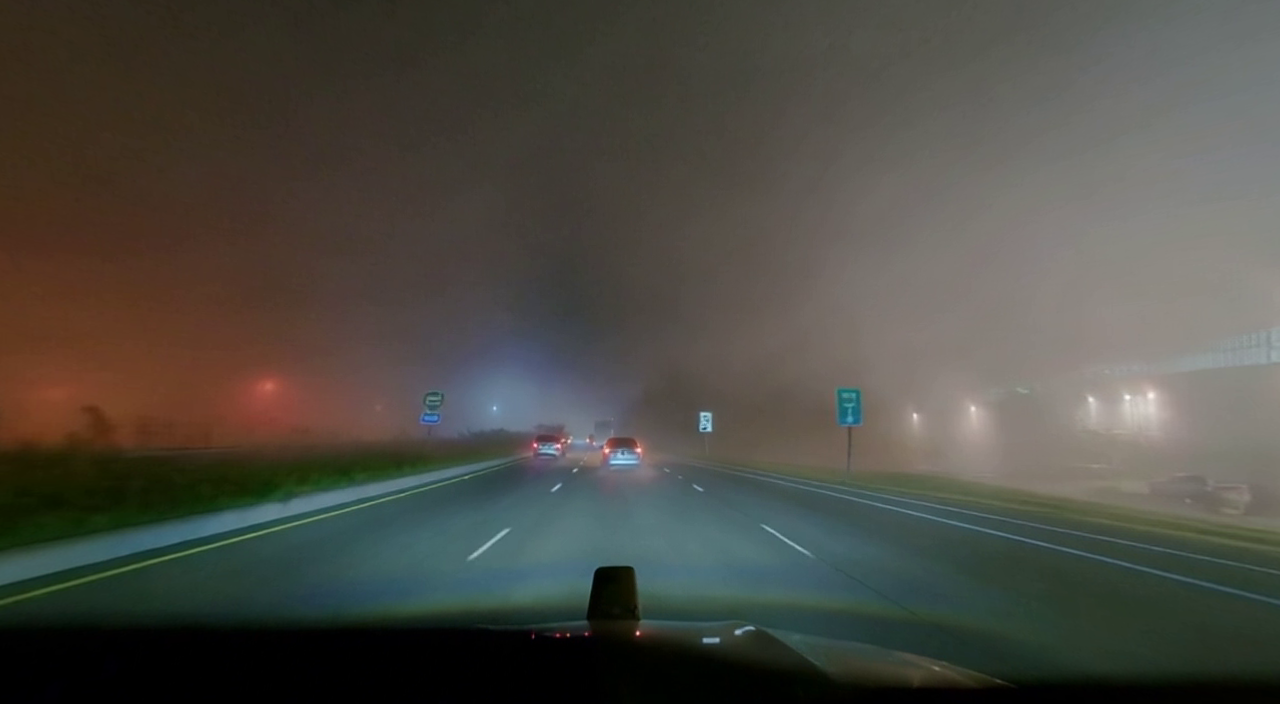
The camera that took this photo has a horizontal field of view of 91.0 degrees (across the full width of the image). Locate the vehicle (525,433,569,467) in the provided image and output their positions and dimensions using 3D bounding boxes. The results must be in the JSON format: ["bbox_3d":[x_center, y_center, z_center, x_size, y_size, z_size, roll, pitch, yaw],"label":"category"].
[{"bbox_3d":[-5.209,5.551,35.804,2.080,1.733,4.410,0,-8,-3],"label":"vehicle"}]

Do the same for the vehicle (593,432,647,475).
[{"bbox_3d":[-0.897,4.237,26.466,2.078,1.608,3.982,0,-8,-3],"label":"vehicle"}]
